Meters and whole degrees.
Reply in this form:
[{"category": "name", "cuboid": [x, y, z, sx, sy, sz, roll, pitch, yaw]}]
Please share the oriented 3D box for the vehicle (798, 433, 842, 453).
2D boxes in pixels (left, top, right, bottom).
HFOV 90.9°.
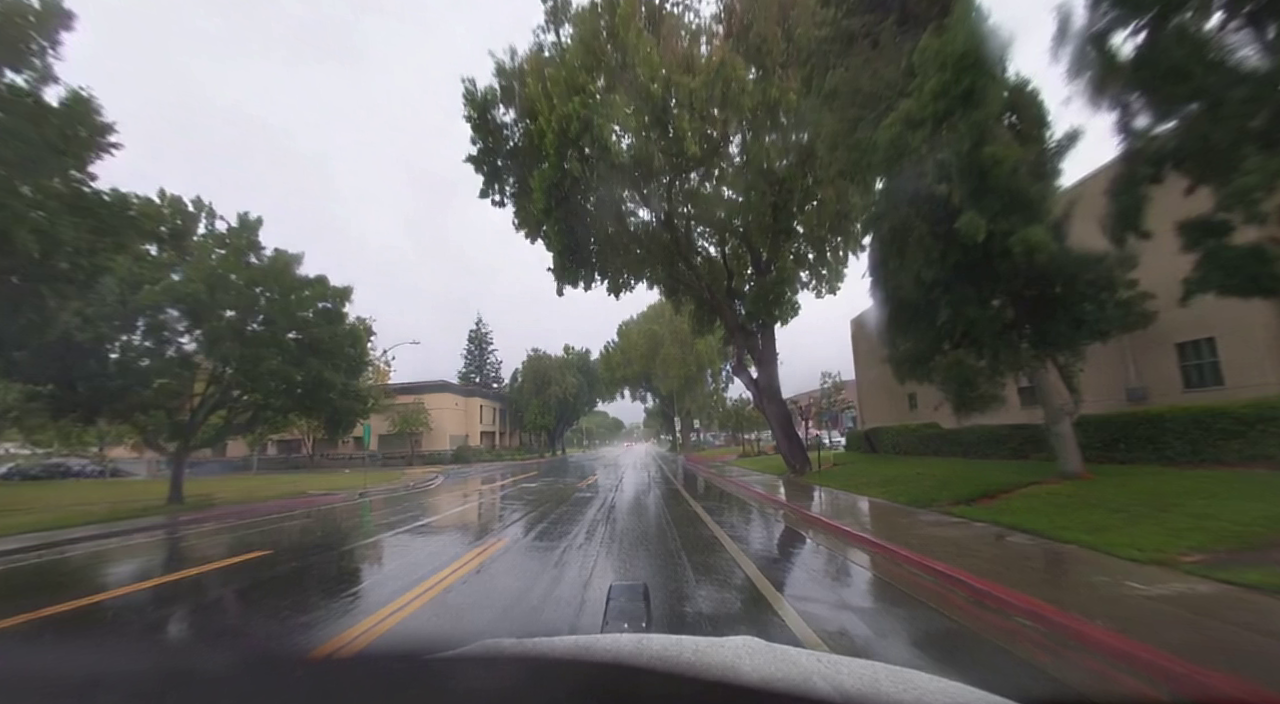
[{"category": "vehicle", "cuboid": [13.645, 6.958, 48.017, 1.927, 1.464, 4.644, 0, -8, 0]}]
